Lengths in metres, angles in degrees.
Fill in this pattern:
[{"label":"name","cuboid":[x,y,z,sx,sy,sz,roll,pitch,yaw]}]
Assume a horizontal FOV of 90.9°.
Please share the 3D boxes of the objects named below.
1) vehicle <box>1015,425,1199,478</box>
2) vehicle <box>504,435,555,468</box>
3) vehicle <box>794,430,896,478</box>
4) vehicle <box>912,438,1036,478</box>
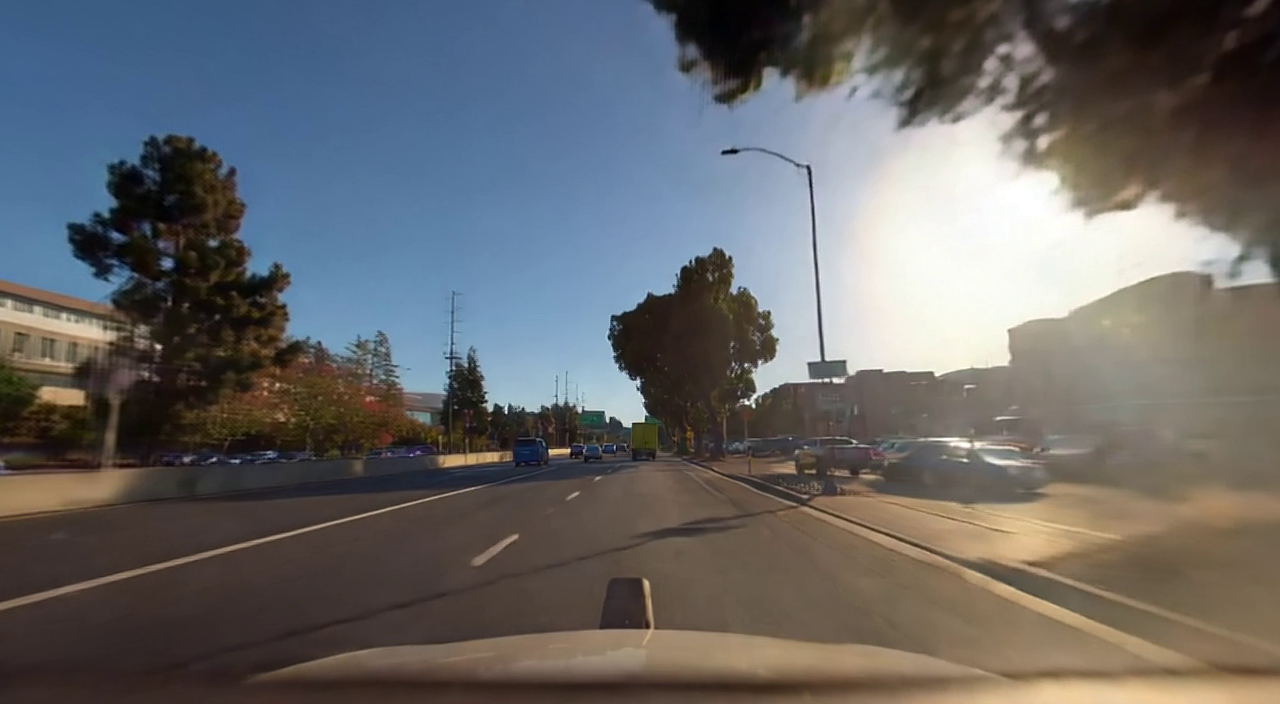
[{"label":"vehicle","cuboid":[18.509,3.989,25.497,2.211,1.880,5.847,2,-9,-12]},{"label":"vehicle","cuboid":[-6.842,6.240,39.568,2.149,1.893,5.187,0,-8,1]},{"label":"vehicle","cuboid":[8.191,4.126,25.744,2.057,1.750,4.679,1,-9,-8]},{"label":"vehicle","cuboid":[13.418,4.272,25.680,1.944,1.476,4.483,2,-9,-13]}]
